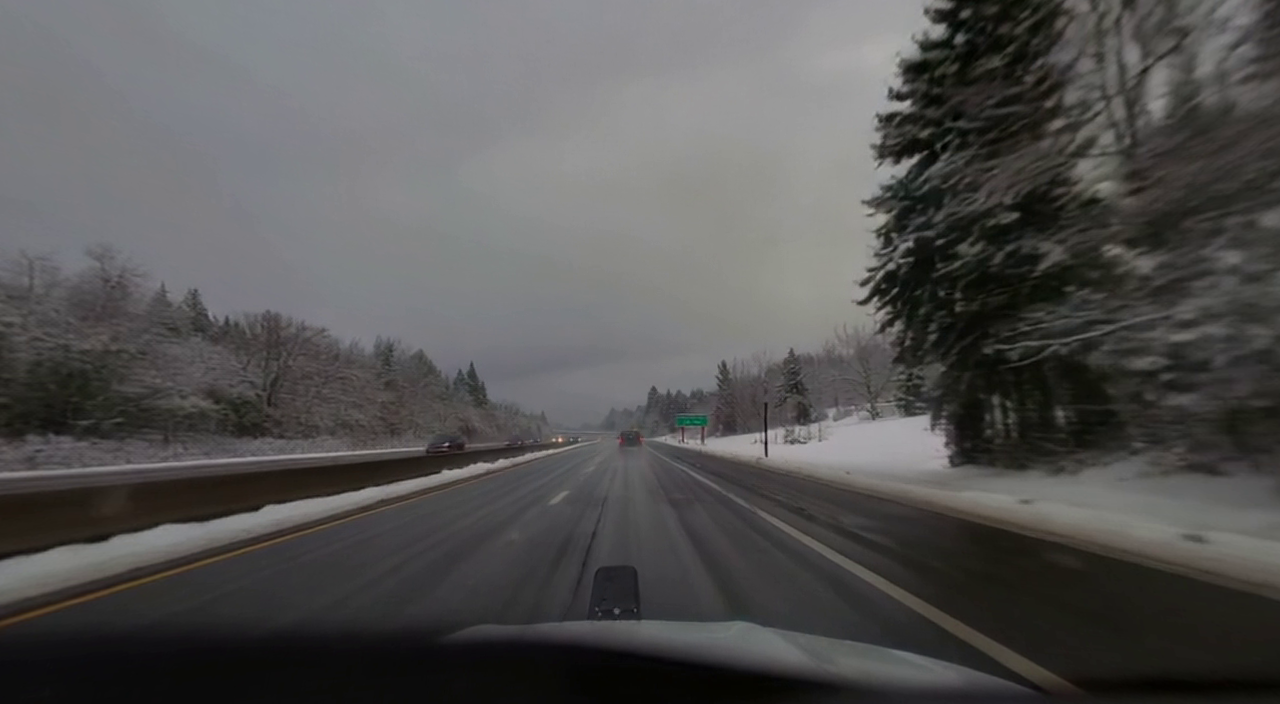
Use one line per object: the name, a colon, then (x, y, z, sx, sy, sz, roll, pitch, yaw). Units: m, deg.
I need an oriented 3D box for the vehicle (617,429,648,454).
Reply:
vehicle: (-0.617, 6.939, 48.967, 2.295, 1.861, 4.564, 0, -8, -1)
